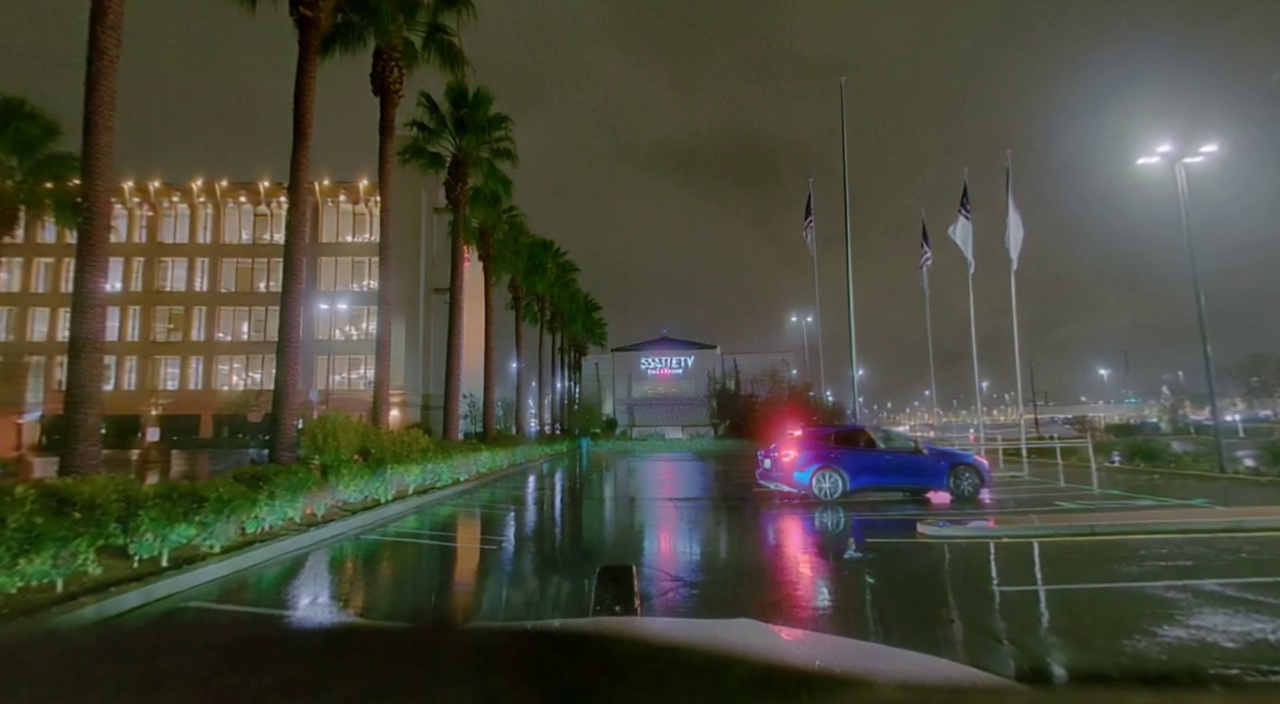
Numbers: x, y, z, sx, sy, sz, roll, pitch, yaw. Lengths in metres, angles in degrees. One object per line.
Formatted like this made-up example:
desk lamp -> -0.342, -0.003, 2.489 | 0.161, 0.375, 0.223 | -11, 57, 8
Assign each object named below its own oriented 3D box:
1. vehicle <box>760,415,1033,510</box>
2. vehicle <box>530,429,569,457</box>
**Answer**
vehicle -> 4.884, 2.176, 12.566 | 4.567, 1.723, 1.926 | 0, -8, 0
vehicle -> -6.586, 6.696, 46.306 | 1.943, 1.890, 4.472 | -2, -8, 3
